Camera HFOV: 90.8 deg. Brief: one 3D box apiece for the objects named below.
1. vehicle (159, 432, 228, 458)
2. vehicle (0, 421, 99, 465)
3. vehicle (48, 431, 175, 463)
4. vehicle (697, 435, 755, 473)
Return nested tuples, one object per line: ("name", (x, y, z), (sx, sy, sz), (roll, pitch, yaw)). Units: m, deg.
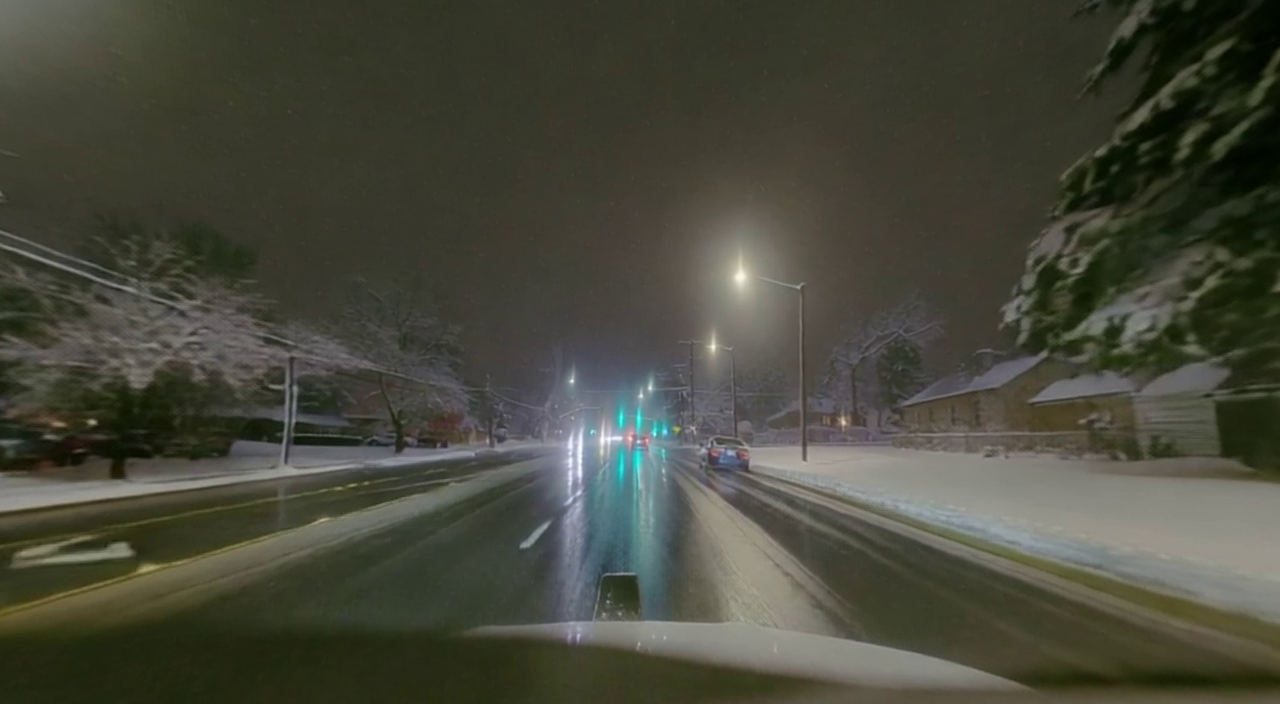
("vehicle", (-27.666, 5.755, 39.330), (1.753, 1.424, 4.492), (0, -7, -11))
("vehicle", (-27.554, 3.988, 27.880), (5.295, 1.839, 2.205), (0, -7, 2))
("vehicle", (-26.812, 4.822, 32.243), (4.450, 1.472, 1.982), (1, -8, -16))
("vehicle", (3.739, 4.461, 28.044), (1.942, 1.502, 4.244), (0, -7, 0))
